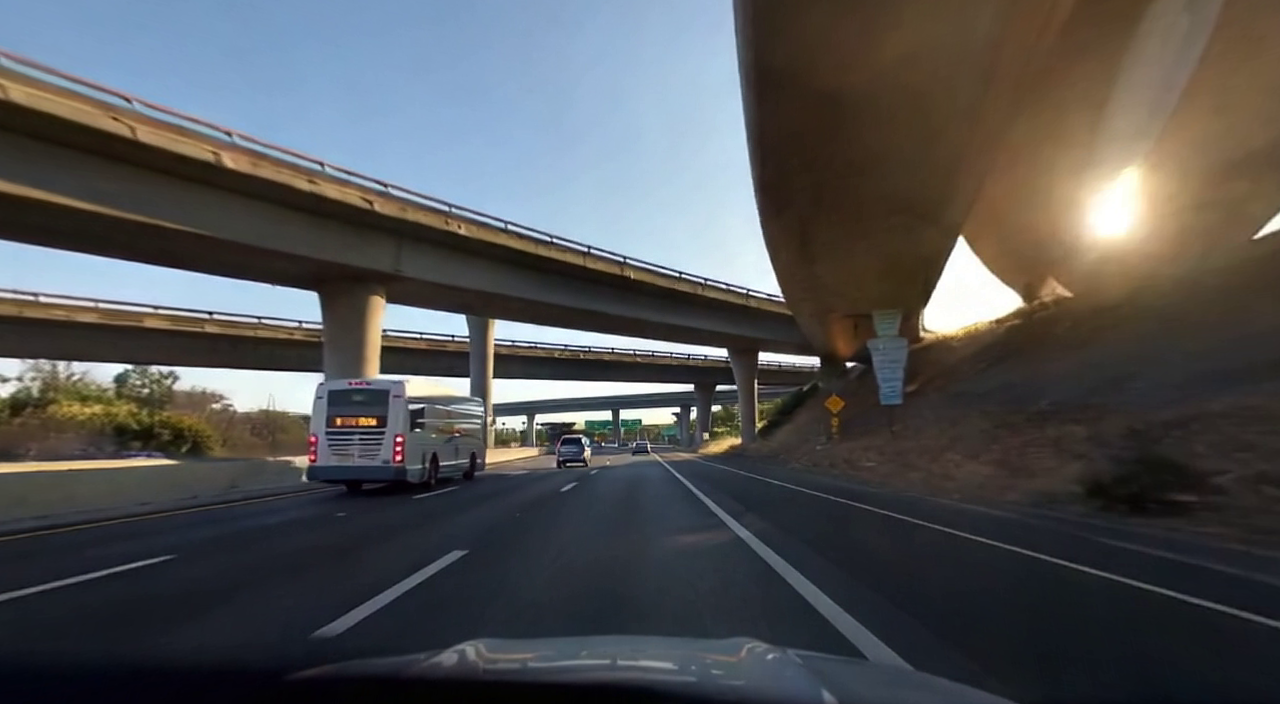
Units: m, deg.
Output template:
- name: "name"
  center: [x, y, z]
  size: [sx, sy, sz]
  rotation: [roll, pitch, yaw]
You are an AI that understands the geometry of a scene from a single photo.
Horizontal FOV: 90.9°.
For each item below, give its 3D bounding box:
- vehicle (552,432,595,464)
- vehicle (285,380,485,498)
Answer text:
- name: "vehicle"
  center: [-4.104, 6.062, 39.818]
  size: [2.147, 1.918, 4.834]
  rotation: [0, -8, 1]
- name: "vehicle"
  center: [-7.378, 2.815, 19.860]
  size: [2.872, 2.890, 7.923]
  rotation: [1, -9, 0]
